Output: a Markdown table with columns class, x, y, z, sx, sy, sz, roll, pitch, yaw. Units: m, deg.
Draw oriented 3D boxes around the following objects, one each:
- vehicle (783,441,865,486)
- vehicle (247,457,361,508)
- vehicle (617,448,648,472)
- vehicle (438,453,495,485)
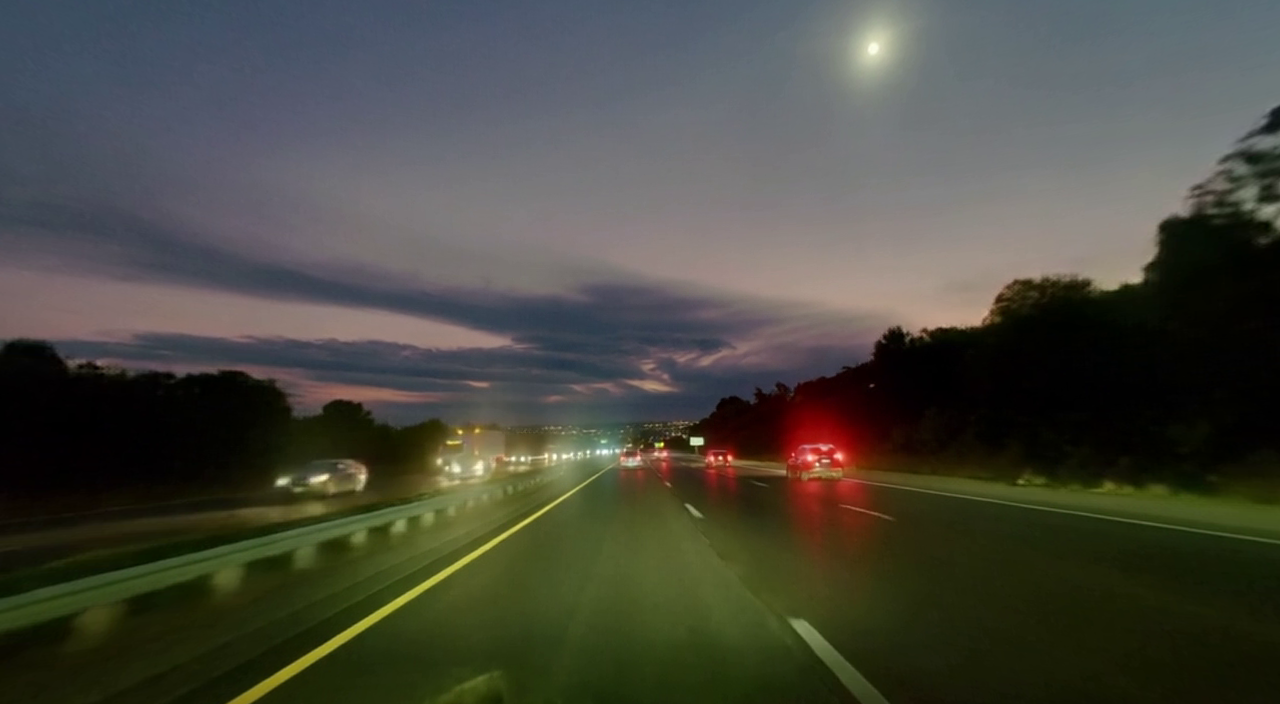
| class | x | y | z | sx | sy | sz | roll | pitch | yaw |
| --- | --- | --- | --- | --- | --- | --- | --- | --- | --- |
| vehicle | 7.044 | 4.295 | 24.588 | 1.903 | 1.566 | 3.866 | 0 | -9 | -2 |
| vehicle | -12.443 | 4.806 | 23.737 | 1.897 | 1.659 | 4.306 | 0 | -9 | 0 |
| vehicle | -0.479 | 7.322 | 43.071 | 2.021 | 1.507 | 4.272 | 0 | -9 | 0 |
| vehicle | -9.031 | 6.114 | 33.216 | 1.857 | 1.511 | 3.838 | -1 | -9 | 1 |
